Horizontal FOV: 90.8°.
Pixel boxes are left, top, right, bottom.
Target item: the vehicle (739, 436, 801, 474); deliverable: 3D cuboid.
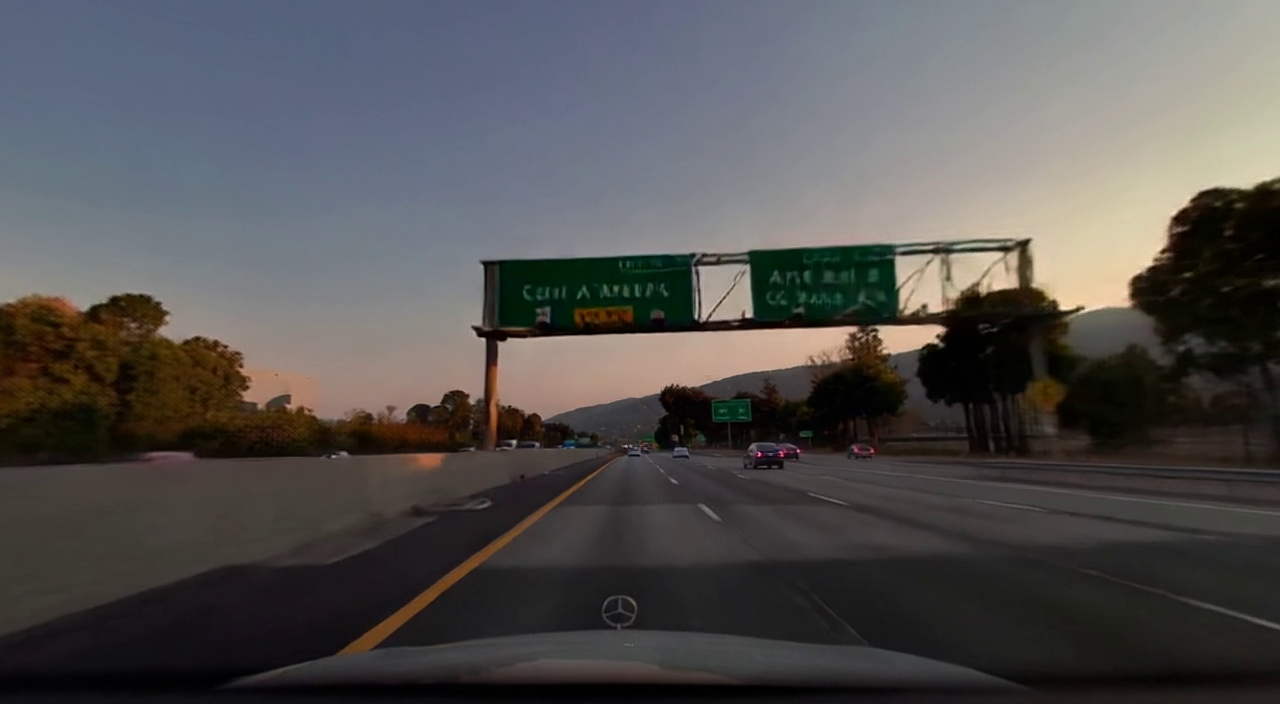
[{"bbox_3d":[6.236,4.974,30.790,2.030,1.706,4.279,0,-9,-1],"label":"vehicle"}]
